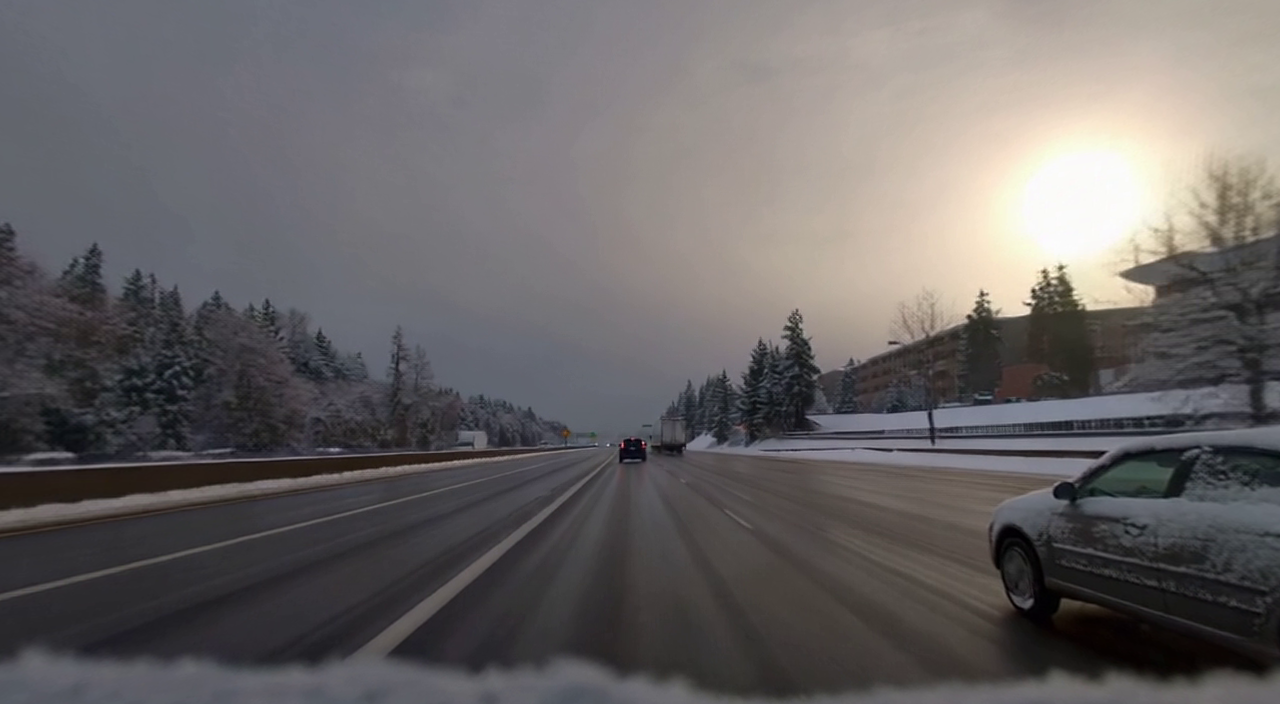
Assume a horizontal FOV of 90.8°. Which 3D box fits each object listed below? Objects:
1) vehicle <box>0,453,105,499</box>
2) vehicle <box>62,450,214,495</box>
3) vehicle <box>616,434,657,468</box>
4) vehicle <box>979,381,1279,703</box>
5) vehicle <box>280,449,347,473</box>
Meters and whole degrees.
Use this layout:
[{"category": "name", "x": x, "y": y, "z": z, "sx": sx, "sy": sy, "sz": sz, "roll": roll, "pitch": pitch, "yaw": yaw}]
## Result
[{"category": "vehicle", "x": -21.974, "y": 4.376, "z": 22.575, "sx": 1.890, "sy": 1.454, "sz": 4.389, "roll": 0, "pitch": -8, "yaw": -1}, {"category": "vehicle", "x": -18.133, "y": 4.333, "z": 23.169, "sx": 1.841, "sy": 1.447, "sz": 4.531, "roll": 0, "pitch": -8, "yaw": 0}, {"category": "vehicle", "x": -0.263, "y": 5.932, "z": 38.180, "sx": 2.297, "sy": 1.912, "sz": 4.355, "roll": 0, "pitch": -8, "yaw": -1}, {"category": "vehicle", "x": 3.810, "y": 0.956, "z": 2.971, "sx": 1.950, "sy": 1.596, "sz": 4.326, "roll": 0, "pitch": -8, "yaw": -1}, {"category": "vehicle", "x": -22.396, "y": 7.473, "z": 43.567, "sx": 2.087, "sy": 1.499, "sz": 4.726, "roll": 0, "pitch": -8, "yaw": 1}]
